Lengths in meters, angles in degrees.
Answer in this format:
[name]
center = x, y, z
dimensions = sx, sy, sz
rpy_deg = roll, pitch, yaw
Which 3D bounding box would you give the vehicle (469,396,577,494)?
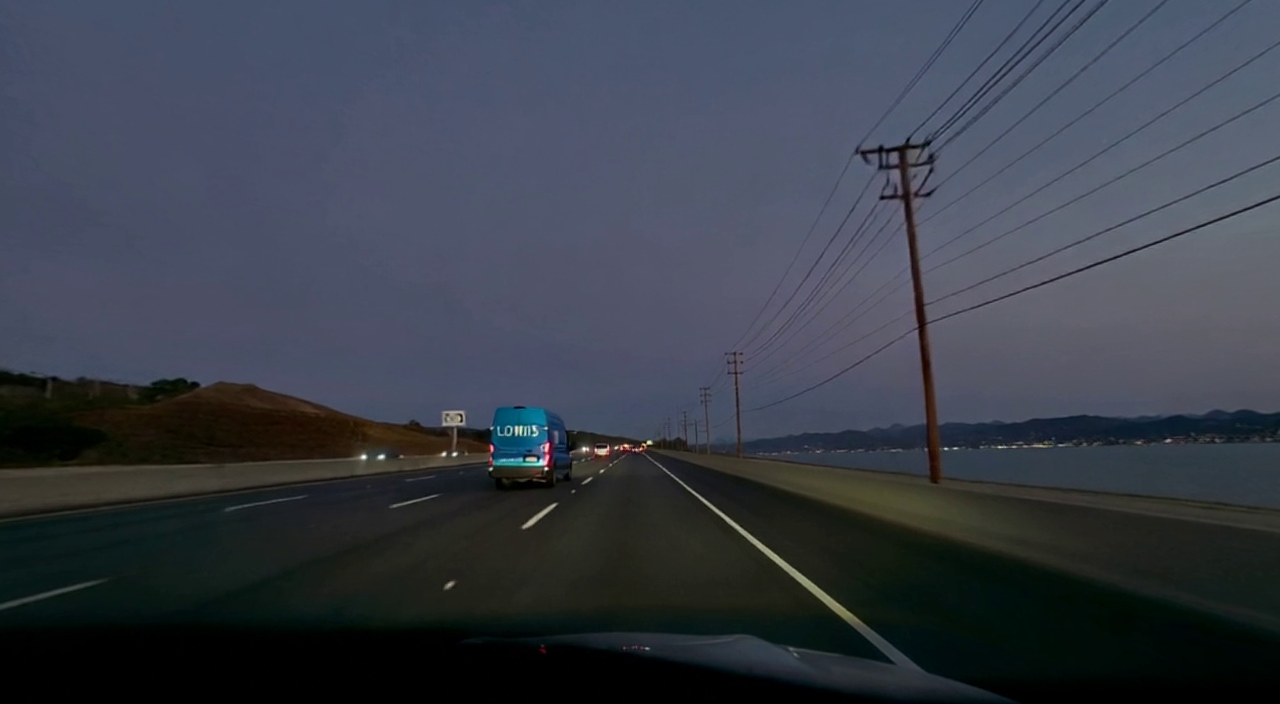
[vehicle]
center = -3.654, 3.114, 21.279
dimensions = 2.331, 2.757, 6.581
rpy_deg = 0, -8, 0
